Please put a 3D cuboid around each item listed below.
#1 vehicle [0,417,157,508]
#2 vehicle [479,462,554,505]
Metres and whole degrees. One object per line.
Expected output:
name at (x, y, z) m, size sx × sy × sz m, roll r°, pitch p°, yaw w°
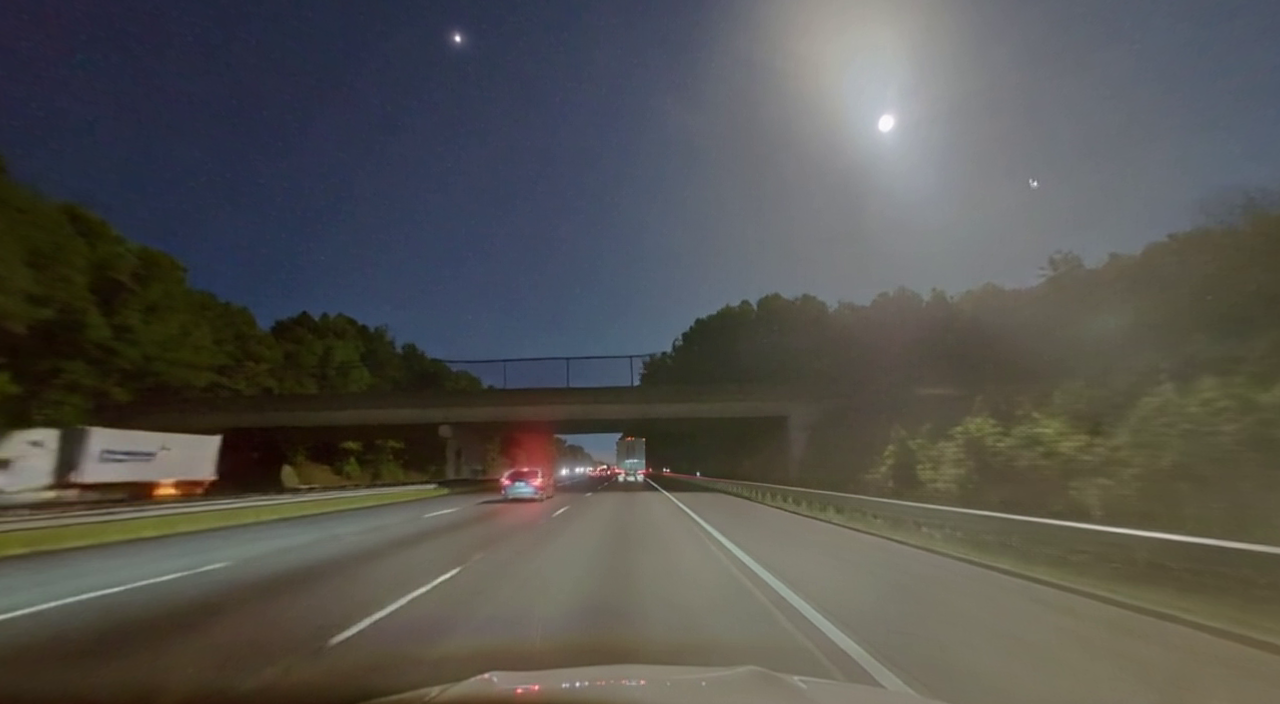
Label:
vehicle at (-25.502, 4.808, 27.446) m, size 2.646 × 3.392 × 7.729 m, roll 1°, pitch -10°, yaw 0°
vehicle at (-4.662, 5.066, 24.545) m, size 1.950 × 1.460 × 4.812 m, roll 1°, pitch -10°, yaw 0°
